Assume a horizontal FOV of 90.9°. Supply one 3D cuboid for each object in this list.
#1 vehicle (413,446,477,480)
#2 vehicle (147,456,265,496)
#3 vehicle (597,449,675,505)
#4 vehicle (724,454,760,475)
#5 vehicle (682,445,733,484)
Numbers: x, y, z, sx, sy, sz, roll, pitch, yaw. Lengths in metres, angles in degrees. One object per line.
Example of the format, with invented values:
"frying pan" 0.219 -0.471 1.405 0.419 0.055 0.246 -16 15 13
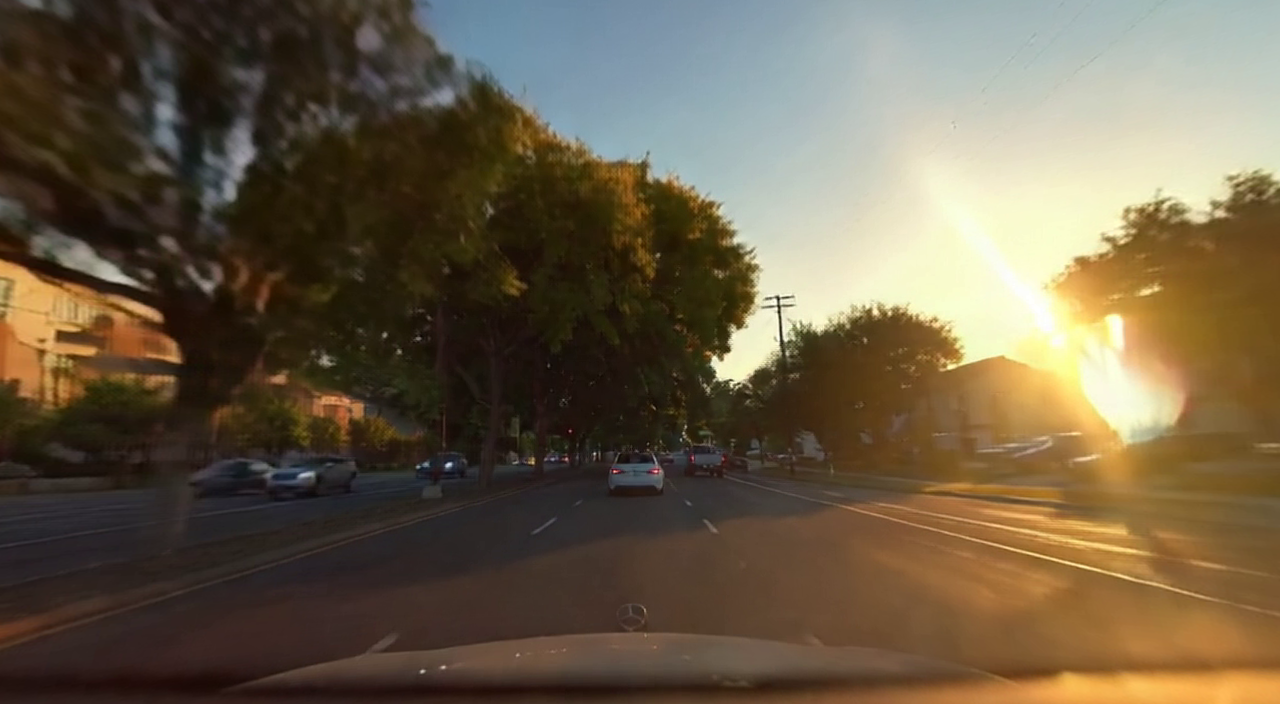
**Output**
"vehicle" -11.655 6.619 37.983 2.370 1.892 4.343 0 -9 1
"vehicle" -18.373 5.237 26.993 1.928 1.491 4.316 0 -9 1
"vehicle" -0.117 3.751 19.378 2.140 1.474 4.026 0 -9 0
"vehicle" 7.836 8.677 48.745 1.980 1.497 4.345 0 -9 0
"vehicle" 3.284 5.562 31.537 2.073 1.822 4.276 0 -9 0
